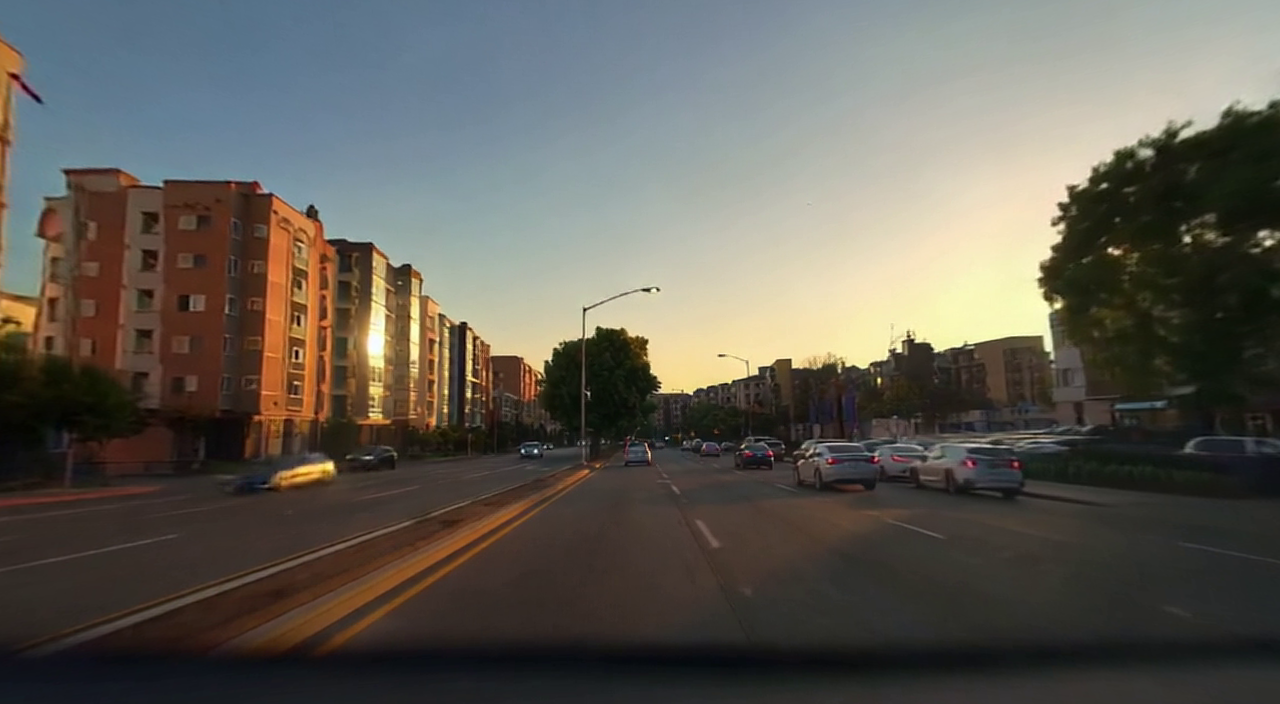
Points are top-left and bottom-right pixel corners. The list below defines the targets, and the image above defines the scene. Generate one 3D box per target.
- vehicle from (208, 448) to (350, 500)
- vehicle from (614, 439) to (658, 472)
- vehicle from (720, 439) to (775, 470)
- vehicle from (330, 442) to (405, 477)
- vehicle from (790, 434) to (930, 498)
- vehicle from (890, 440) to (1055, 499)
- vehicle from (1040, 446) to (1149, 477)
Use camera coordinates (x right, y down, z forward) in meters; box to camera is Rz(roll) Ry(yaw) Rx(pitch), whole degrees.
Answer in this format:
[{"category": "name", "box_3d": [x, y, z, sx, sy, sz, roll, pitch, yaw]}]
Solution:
[{"category": "vehicle", "box_3d": [-11.487, 3.860, 20.482, 1.897, 1.466, 4.566, 0, -8, 0]}, {"category": "vehicle", "box_3d": [-0.209, 5.176, 31.745, 2.106, 1.553, 3.964, 0, -8, -1]}, {"category": "vehicle", "box_3d": [5.748, 5.559, 34.165, 2.154, 1.554, 4.149, 0, -8, -2]}, {"category": "vehicle", "box_3d": [-15.261, 6.032, 35.631, 2.096, 1.796, 4.825, 0, -8, 0]}, {"category": "vehicle", "box_3d": [6.002, 3.184, 17.979, 2.121, 1.557, 4.898, 0, -8, -1]}, {"category": "vehicle", "box_3d": [9.804, 3.476, 19.157, 2.181, 1.546, 4.845, 0, -9, -3]}, {"category": "vehicle", "box_3d": [22.685, 5.472, 31.553, 1.955, 1.427, 3.836, 4, -10, -27]}]
